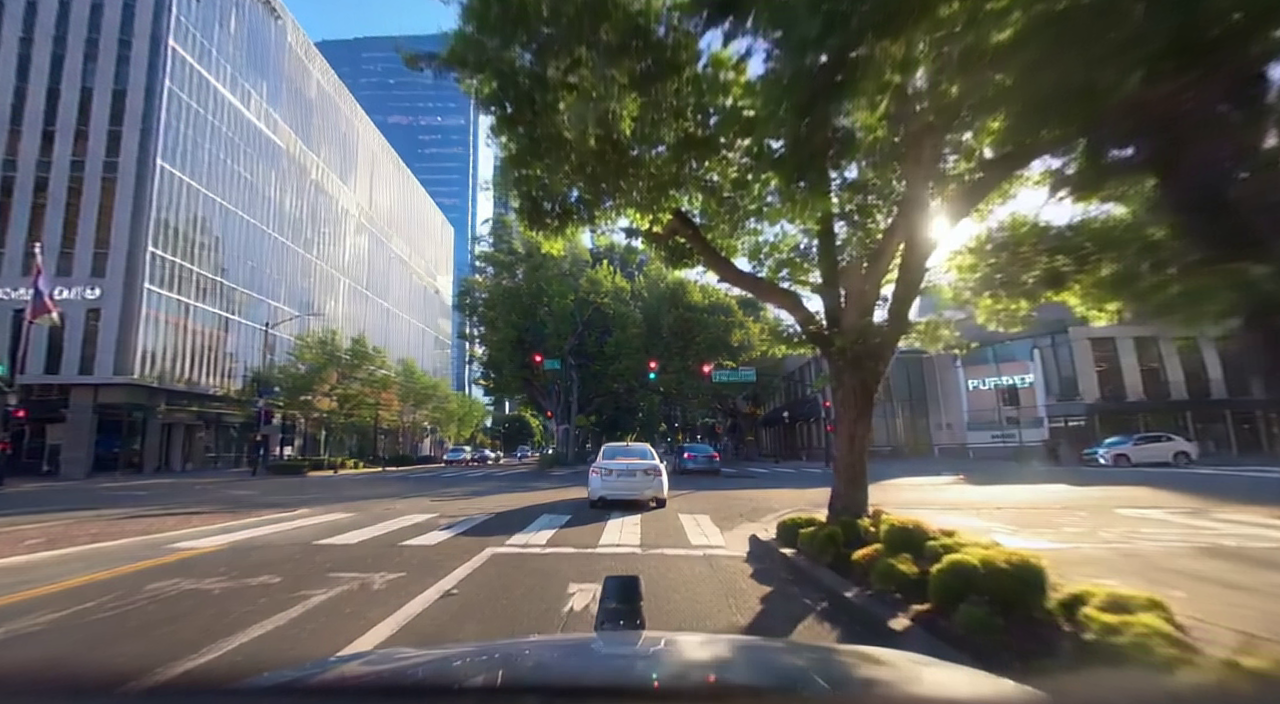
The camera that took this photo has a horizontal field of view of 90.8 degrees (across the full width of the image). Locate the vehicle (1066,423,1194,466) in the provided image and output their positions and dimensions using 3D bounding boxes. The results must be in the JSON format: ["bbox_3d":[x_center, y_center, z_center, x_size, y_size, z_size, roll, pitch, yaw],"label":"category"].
[{"bbox_3d":[23.964,4.546,31.018,4.384,2.000,2.345,1,-9,-4],"label":"vehicle"}]

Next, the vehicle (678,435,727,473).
[{"bbox_3d":[3.220,5.335,33.333,2.078,1.799,4.089,1,-7,-1],"label":"vehicle"}]

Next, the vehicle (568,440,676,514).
[{"bbox_3d":[-0.400,2.786,14.710,2.144,1.398,3.963,1,-7,-1],"label":"vehicle"}]

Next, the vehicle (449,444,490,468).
[{"bbox_3d":[-12.685,7.745,47.158,2.000,1.507,4.286,-3,-8,-2],"label":"vehicle"}]
